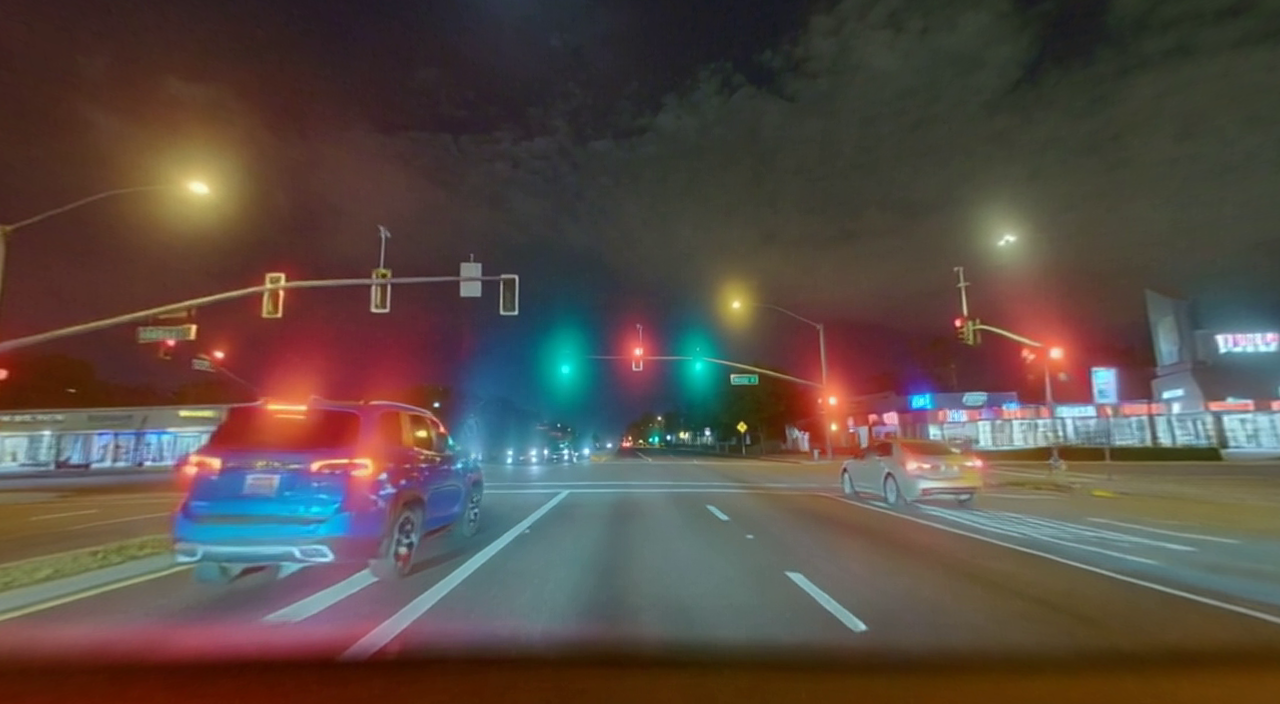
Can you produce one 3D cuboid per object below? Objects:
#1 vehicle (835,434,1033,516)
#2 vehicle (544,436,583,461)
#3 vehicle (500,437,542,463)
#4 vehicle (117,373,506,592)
[{"bbox_3d":[6.086,2.590,13.897,1.972,1.476,4.775,0,-8,-1],"label":"vehicle"},{"bbox_3d":[-5.749,7.306,47.994,2.384,1.787,5.038,0,-8,-1],"label":"vehicle"},{"bbox_3d":[-8.695,7.193,46.663,2.273,1.791,4.809,0,-8,-1],"label":"vehicle"},{"bbox_3d":[-3.364,1.494,8.040,2.313,1.883,5.016,0,-8,-1],"label":"vehicle"}]
